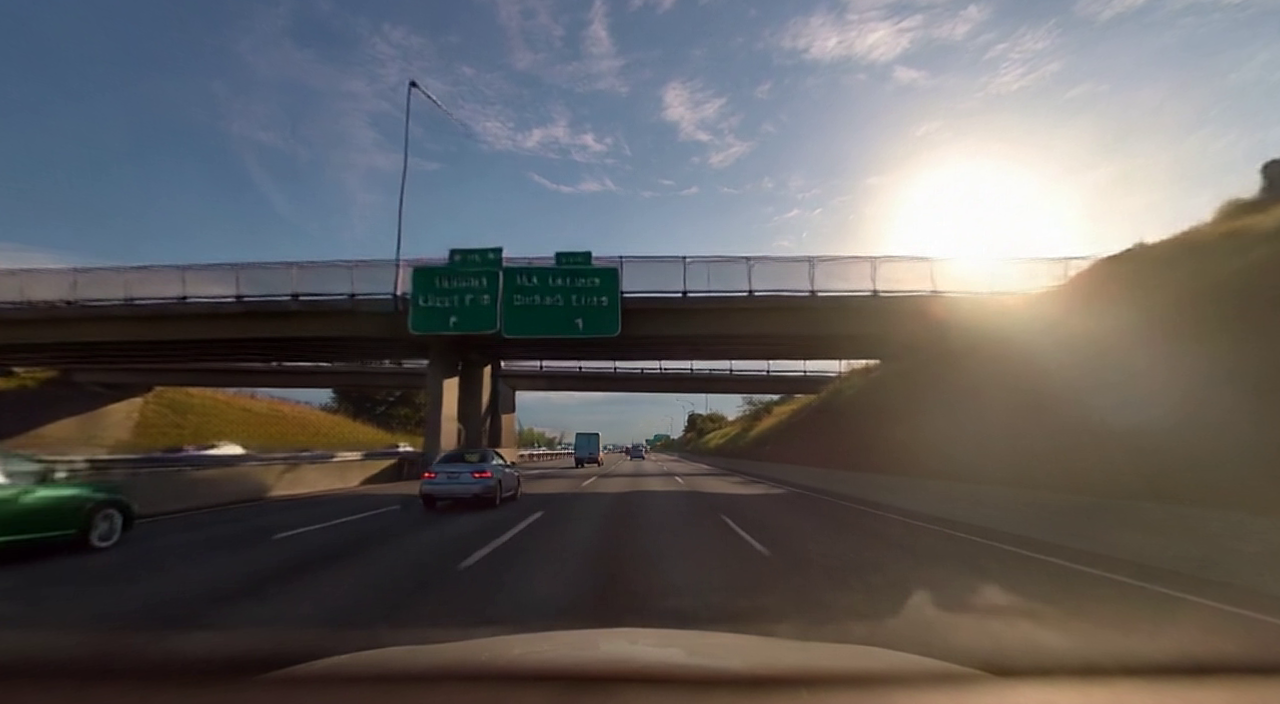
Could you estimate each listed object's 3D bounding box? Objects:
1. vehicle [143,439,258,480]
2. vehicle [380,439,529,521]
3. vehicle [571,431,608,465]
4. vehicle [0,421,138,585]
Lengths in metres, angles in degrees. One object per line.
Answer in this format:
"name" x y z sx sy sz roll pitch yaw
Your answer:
"vehicle" -19.457 4.761 28.232 1.900 1.660 4.472 0 -9 0
"vehicle" -3.670 2.603 13.306 1.924 1.436 3.915 0 -9 1
"vehicle" -3.788 7.357 48.266 2.290 2.453 5.561 0 -9 1
"vehicle" -7.222 1.378 5.558 2.091 1.558 4.220 0 -9 0
